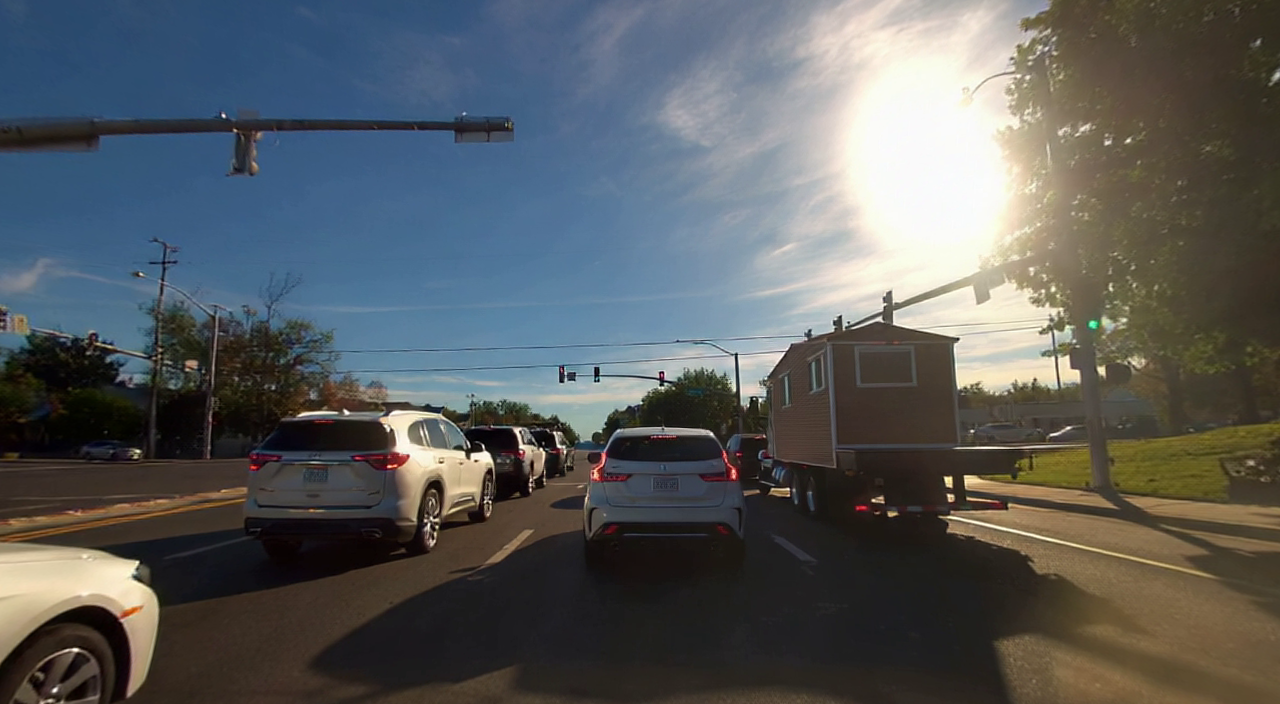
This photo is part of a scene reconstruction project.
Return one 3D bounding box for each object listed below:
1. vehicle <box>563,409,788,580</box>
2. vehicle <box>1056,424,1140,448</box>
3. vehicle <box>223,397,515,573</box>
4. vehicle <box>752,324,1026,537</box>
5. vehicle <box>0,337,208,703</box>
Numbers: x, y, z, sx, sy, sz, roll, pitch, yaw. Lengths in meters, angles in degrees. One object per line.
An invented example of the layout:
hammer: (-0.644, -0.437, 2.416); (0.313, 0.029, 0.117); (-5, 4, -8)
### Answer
vehicle: (0.355, 1.705, 8.318); (2.189, 1.649, 4.171); (0, -9, 0)
vehicle: (33.160, 6.135, 45.884); (4.671, 1.595, 1.824); (-5, -10, 31)
vehicle: (-3.266, 1.713, 8.841); (2.085, 1.812, 4.388); (0, -9, 0)
vehicle: (3.689, 1.404, 11.011); (2.531, 2.750, 5.595); (0, -8, 1)
vehicle: (-3.431, 0.674, 1.474); (1.952, 1.730, 4.116); (0, -9, -1)
